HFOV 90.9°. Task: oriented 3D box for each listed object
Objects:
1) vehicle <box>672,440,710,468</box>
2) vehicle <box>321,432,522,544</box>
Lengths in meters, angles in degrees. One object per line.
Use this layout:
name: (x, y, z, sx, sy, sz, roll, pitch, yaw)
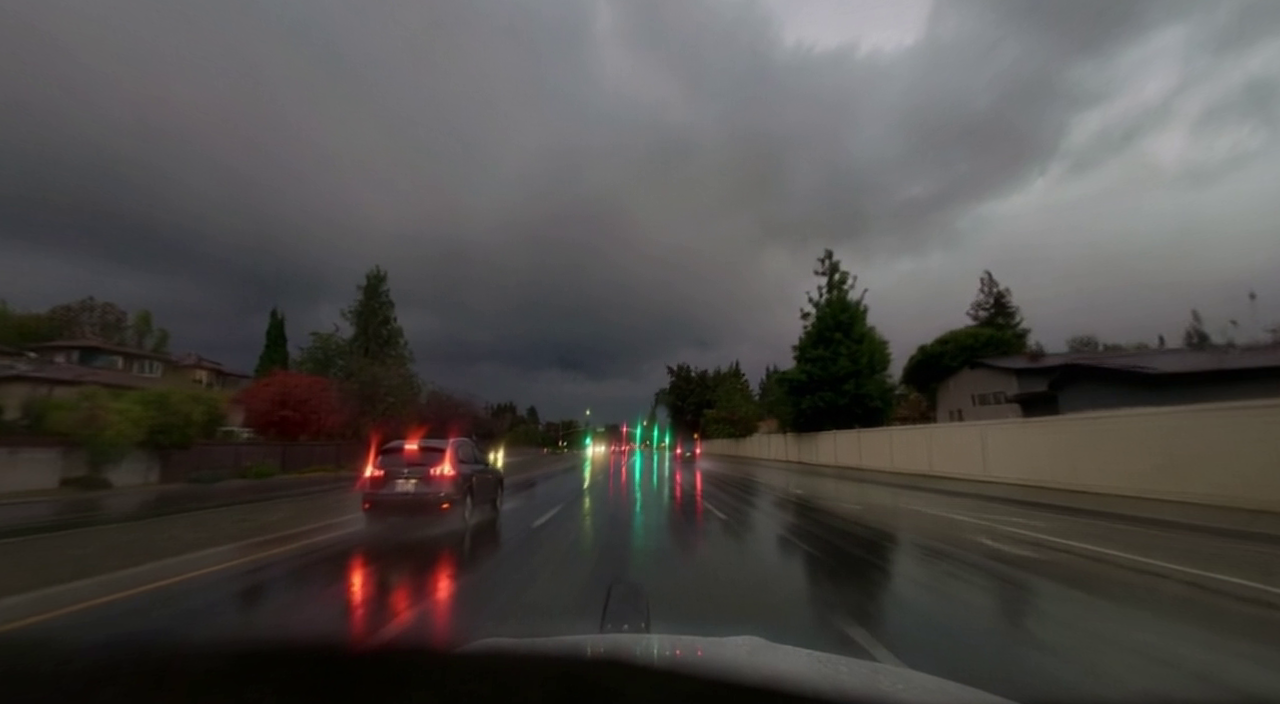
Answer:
vehicle: (3.364, 6.793, 42.112, 2.114, 1.780, 4.445, 0, -8, -1)
vehicle: (-3.440, 2.211, 10.980, 1.966, 1.524, 4.410, 0, -8, -1)
